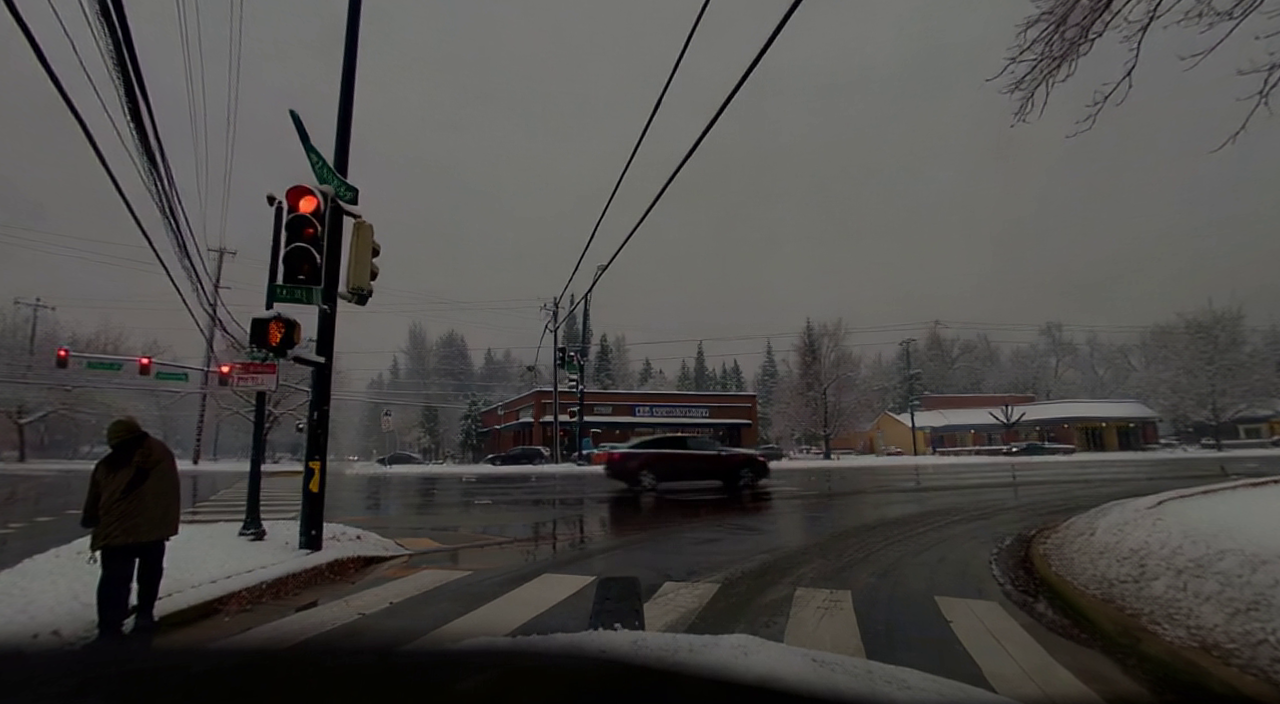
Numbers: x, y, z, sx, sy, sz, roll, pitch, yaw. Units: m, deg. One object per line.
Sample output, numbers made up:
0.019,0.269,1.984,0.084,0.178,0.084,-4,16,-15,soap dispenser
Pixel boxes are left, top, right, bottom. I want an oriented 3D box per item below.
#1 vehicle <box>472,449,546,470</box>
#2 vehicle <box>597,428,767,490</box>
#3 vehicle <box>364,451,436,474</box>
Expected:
-9.379,7.719,45.354,4.837,1.407,1.818,4,-9,-26,vehicle
1.118,3.068,18.274,4.530,1.648,2.075,1,-9,-8,vehicle
-17.161,7.858,45.147,4.623,1.471,1.805,4,-9,-25,vehicle
